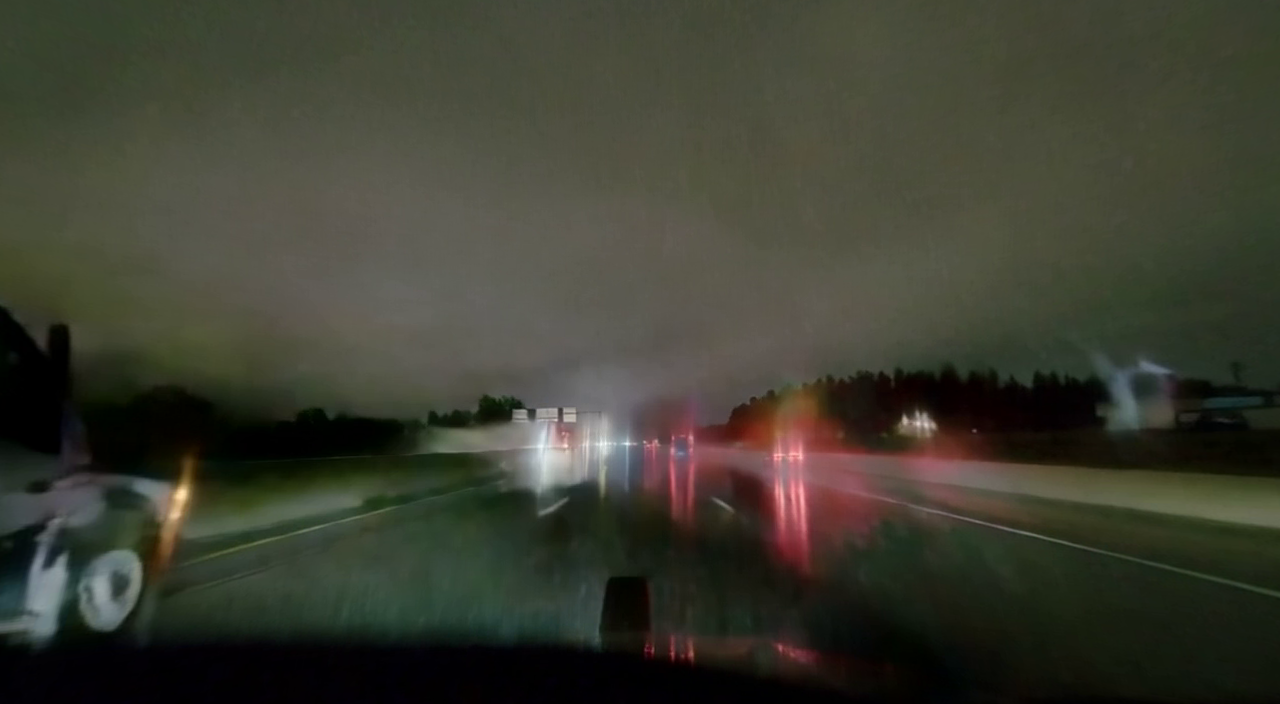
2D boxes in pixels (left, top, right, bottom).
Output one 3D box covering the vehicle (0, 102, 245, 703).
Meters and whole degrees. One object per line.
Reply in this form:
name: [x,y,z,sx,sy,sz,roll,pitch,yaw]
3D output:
vehicle: [-3.841,0.001,0.634,2.443,2.586,6.701,0,-8,0]
